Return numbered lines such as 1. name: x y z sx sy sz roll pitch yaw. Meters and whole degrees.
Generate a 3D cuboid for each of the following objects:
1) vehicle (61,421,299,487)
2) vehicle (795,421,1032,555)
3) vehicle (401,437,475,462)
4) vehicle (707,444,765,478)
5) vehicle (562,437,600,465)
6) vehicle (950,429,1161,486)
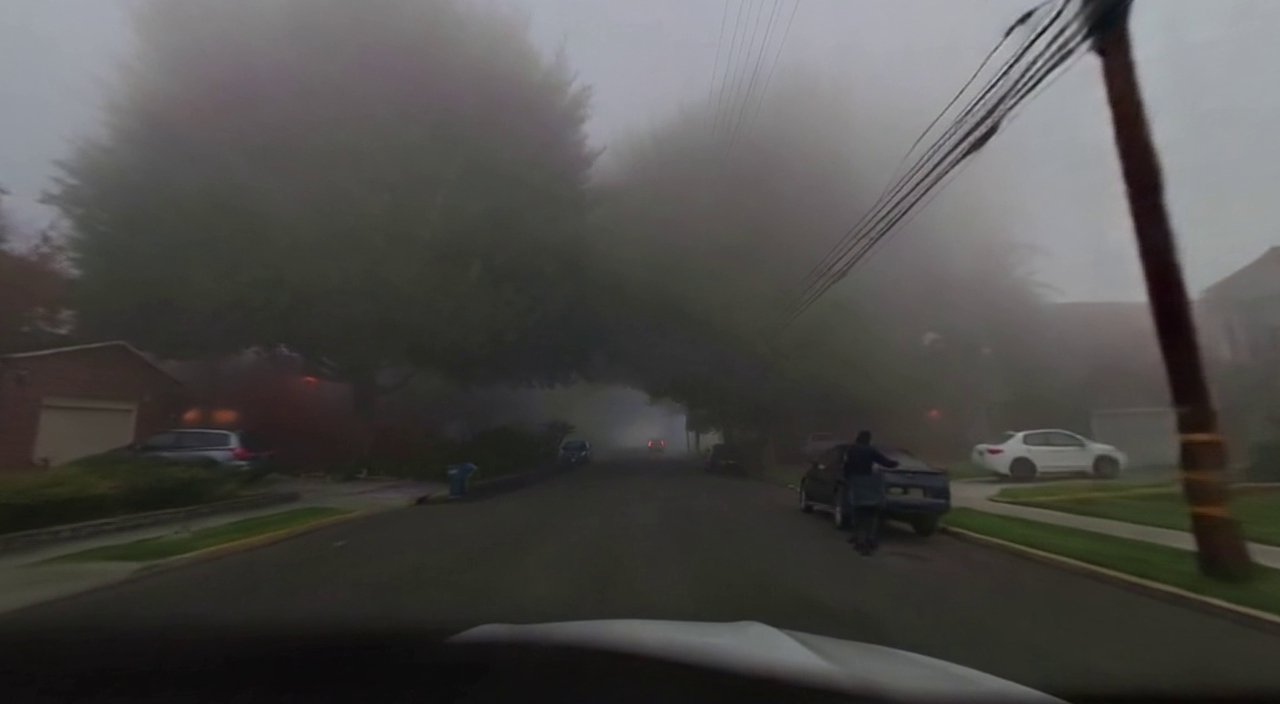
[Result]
1. vehicle: -12.307 2.751 17.179 4.792 1.521 2.077 2 -8 1
2. vehicle: 4.225 2.171 10.884 2.066 1.753 4.877 0 -8 3
3. vehicle: -13.883 6.693 43.393 4.702 1.675 1.984 -4 -9 27
4. vehicle: 4.438 5.119 29.969 2.031 1.471 4.328 0 -8 -1
5. vehicle: -4.170 7.065 45.550 2.164 1.810 5.044 1 -7 1
6. vehicle: 12.120 3.117 18.678 4.905 1.570 1.900 0 -10 -2
